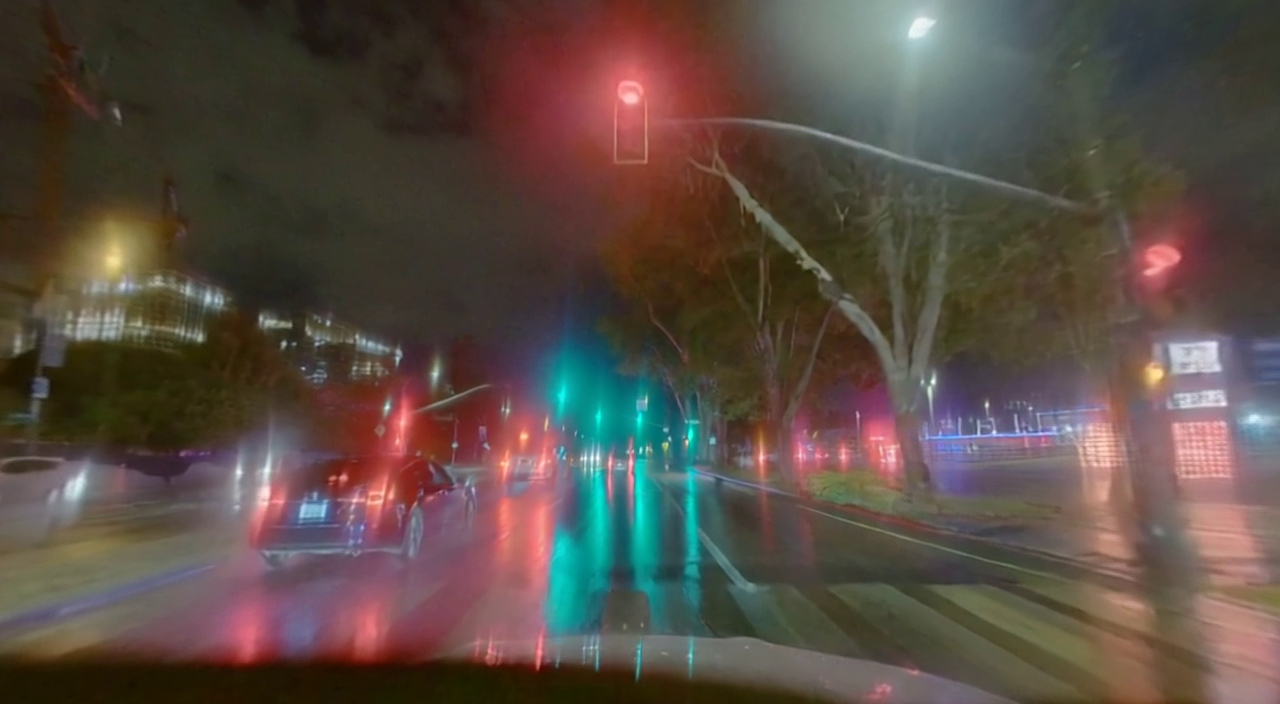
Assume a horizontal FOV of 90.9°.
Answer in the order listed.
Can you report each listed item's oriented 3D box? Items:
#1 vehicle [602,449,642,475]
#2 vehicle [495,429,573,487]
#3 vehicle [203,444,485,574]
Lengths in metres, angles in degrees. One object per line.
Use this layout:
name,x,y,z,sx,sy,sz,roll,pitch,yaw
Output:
vehicle,-0.983,6.311,36.412,2.171,1.422,4.146,0,-9,-1
vehicle,-4.051,4.151,24.928,2.240,2.054,4.662,0,-9,0
vehicle,-3.806,2.069,9.223,1.959,1.406,4.527,0,-9,-1
